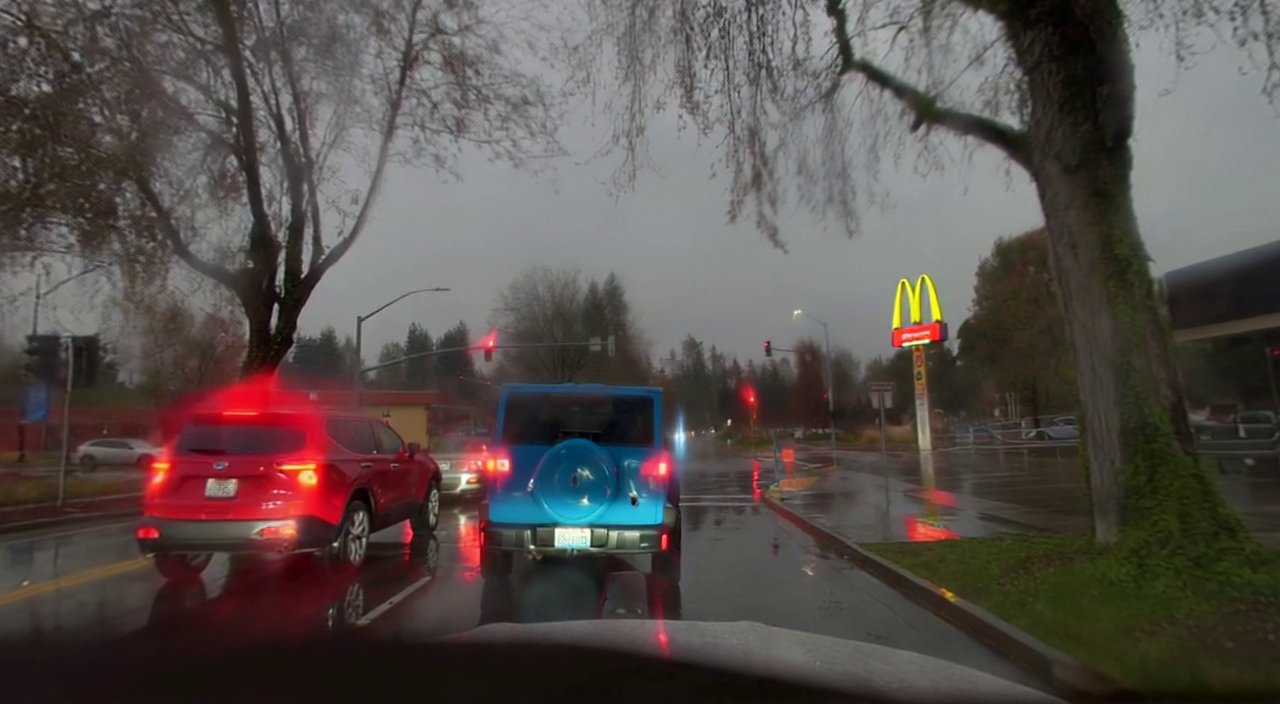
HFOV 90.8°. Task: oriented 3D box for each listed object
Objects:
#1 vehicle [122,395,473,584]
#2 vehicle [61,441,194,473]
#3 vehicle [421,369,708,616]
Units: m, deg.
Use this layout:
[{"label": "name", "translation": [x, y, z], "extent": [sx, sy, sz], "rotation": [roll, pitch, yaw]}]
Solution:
[{"label": "vehicle", "translation": [-3.914, 1.665, 8.429], "extent": [2.130, 1.819, 4.497], "rotation": [0, -8, 0]}, {"label": "vehicle", "translation": [-25.249, 5.183, 31.368], "extent": [4.713, 1.445, 1.887], "rotation": [4, -9, -24]}, {"label": "vehicle", "translation": [-0.630, 1.434, 7.342], "extent": [2.224, 1.923, 4.643], "rotation": [0, -8, -1]}]
